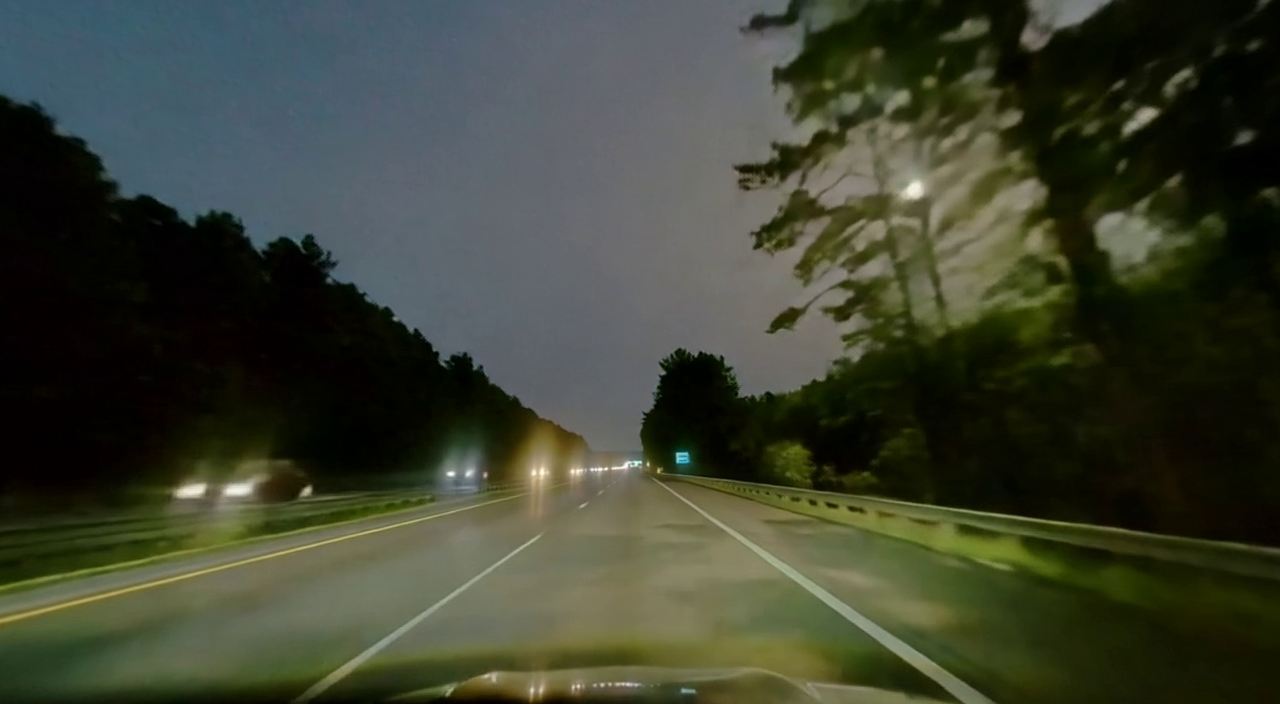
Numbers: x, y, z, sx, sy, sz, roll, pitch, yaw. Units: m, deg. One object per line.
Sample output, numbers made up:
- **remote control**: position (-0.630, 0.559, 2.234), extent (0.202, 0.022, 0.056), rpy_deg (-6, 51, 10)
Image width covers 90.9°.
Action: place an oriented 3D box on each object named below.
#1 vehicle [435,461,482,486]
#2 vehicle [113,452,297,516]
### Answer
- **vehicle**: position (-13.021, 8.771, 45.543), extent (1.971, 1.687, 4.517), rpy_deg (1, -11, 0)
- **vehicle**: position (-12.611, 3.877, 18.782), extent (2.070, 1.611, 4.762), rpy_deg (1, -11, 0)
